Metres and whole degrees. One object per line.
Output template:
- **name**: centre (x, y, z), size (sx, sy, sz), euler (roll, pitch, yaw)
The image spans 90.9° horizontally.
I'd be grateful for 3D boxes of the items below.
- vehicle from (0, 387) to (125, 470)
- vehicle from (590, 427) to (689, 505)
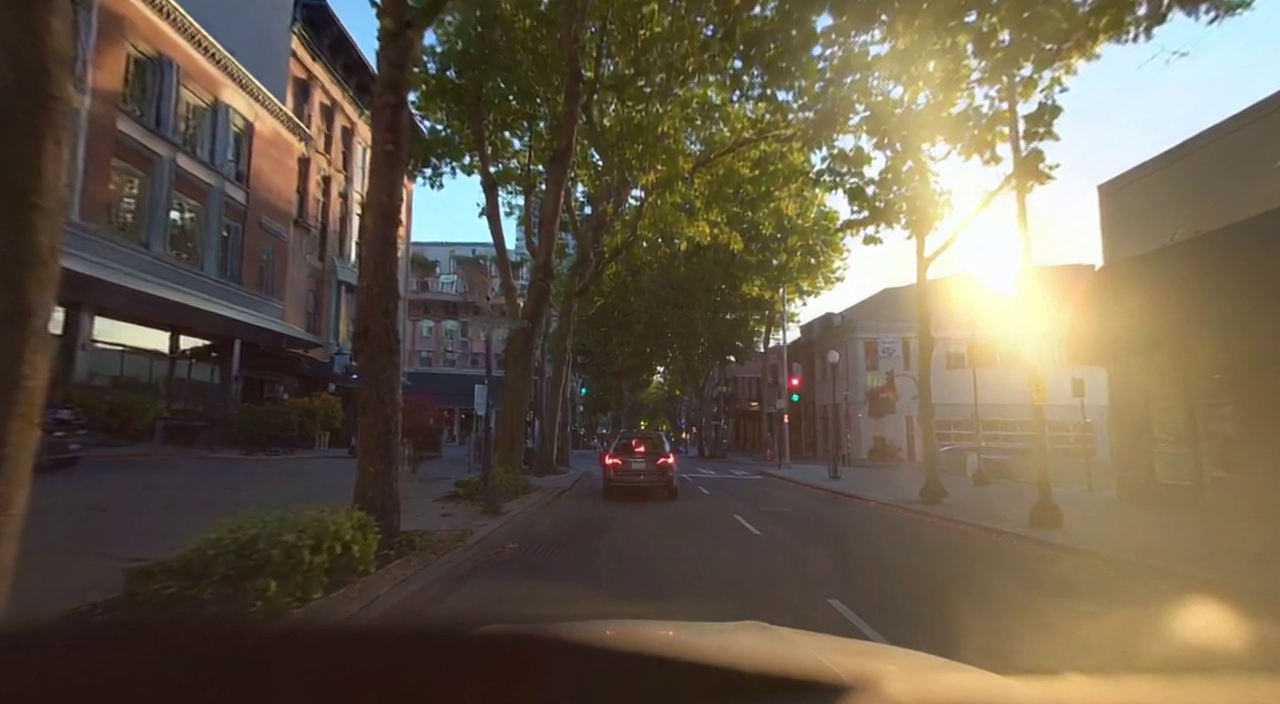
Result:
- **vehicle**: centre (-14.737, 1.762, 14.226), size (2.027, 1.758, 5.254), euler (0, -9, -4)
- **vehicle**: centre (-0.049, 2.698, 15.267), size (2.079, 1.621, 3.861), euler (0, -9, -1)
